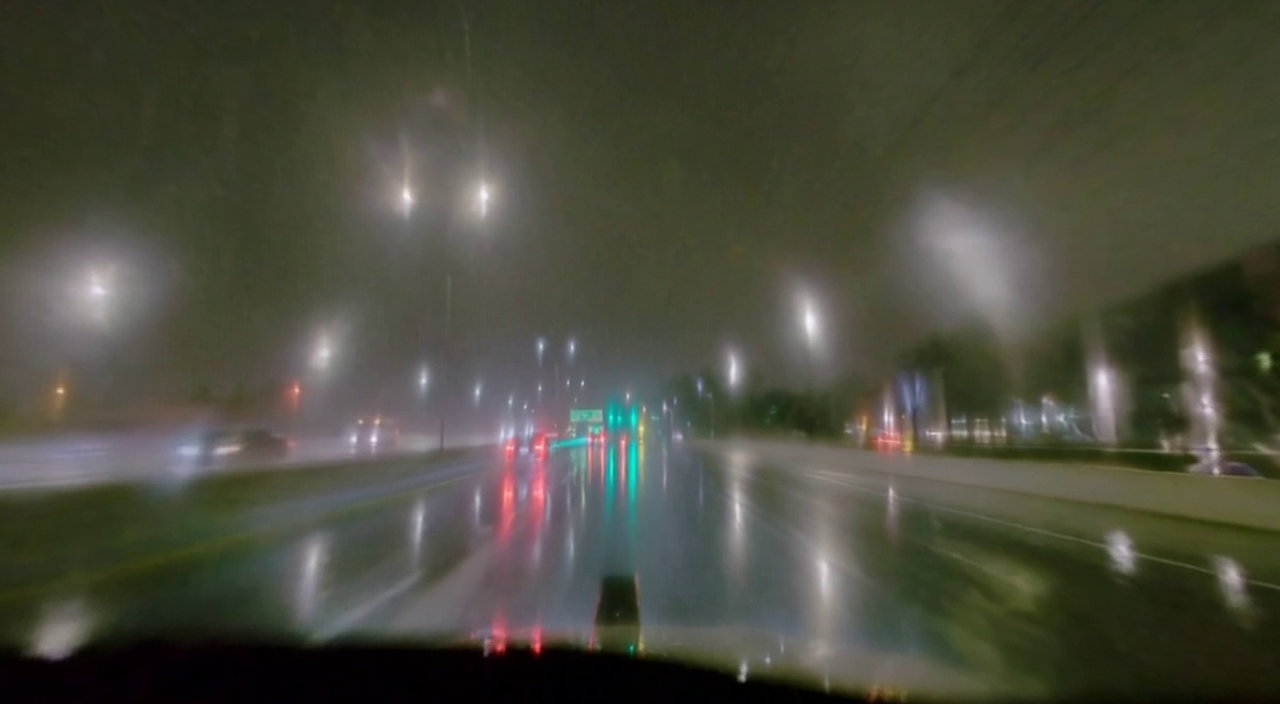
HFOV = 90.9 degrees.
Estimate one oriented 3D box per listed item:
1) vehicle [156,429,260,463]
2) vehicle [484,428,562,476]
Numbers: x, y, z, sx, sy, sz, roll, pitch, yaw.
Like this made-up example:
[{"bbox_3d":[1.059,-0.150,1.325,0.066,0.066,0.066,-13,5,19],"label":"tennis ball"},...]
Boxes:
[{"bbox_3d":[-20.002,4.356,29.456,1.799,1.449,4.453,0,-8,-2],"label":"vehicle"},{"bbox_3d":[-4.179,3.630,23.237,2.062,1.591,4.156,0,-8,0],"label":"vehicle"}]
